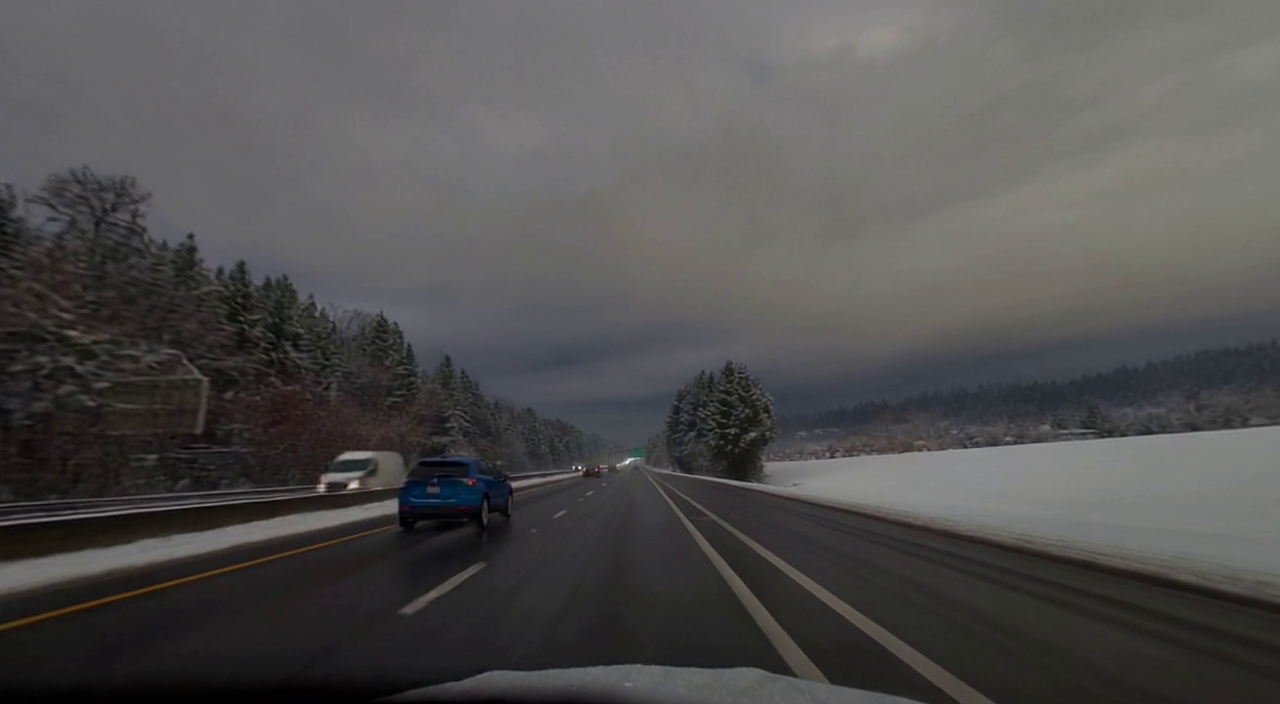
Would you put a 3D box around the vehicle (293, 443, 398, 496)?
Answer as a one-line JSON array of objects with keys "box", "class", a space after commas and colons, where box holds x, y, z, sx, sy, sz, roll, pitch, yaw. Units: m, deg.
[{"box": [-13.537, 5.490, 29.483, 2.322, 2.195, 5.350, 1, -10, -1], "class": "vehicle"}]

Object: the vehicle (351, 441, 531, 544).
[{"box": [-3.746, 2.783, 12.957, 2.123, 1.666, 4.709, 1, -10, 0], "class": "vehicle"}]
